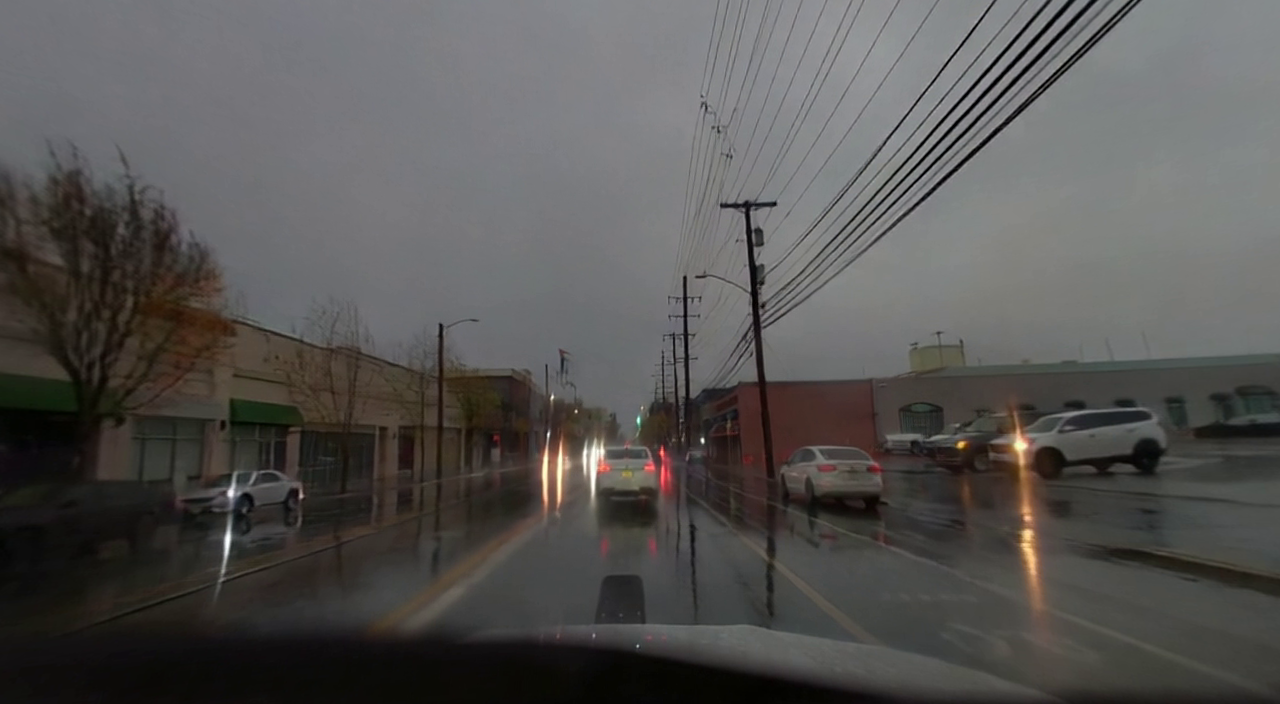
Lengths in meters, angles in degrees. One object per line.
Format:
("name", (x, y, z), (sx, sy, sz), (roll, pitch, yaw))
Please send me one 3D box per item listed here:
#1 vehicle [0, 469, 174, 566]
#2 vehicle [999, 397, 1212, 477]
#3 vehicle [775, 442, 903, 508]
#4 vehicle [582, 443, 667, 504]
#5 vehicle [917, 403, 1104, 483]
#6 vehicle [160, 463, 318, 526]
("vehicle", (-11.683, 3.119, 12.400), (1.828, 1.457, 4.371), (0, -9, -2))
("vehicle", (14.217, 2.720, 19.921), (2.418, 2.139, 5.365), (0, -9, -2))
("vehicle", (5.220, 3.266, 17.302), (1.937, 1.523, 4.541), (0, -9, -1))
("vehicle", (-0.397, 3.335, 17.803), (2.116, 1.479, 3.980), (0, -8, 0))
("vehicle", (11.217, 2.872, 19.886), (2.329, 2.145, 5.841), (0, -8, 0))
("vehicle", (-11.503, 4.080, 18.539), (1.817, 1.480, 4.282), (0, -9, 0))
